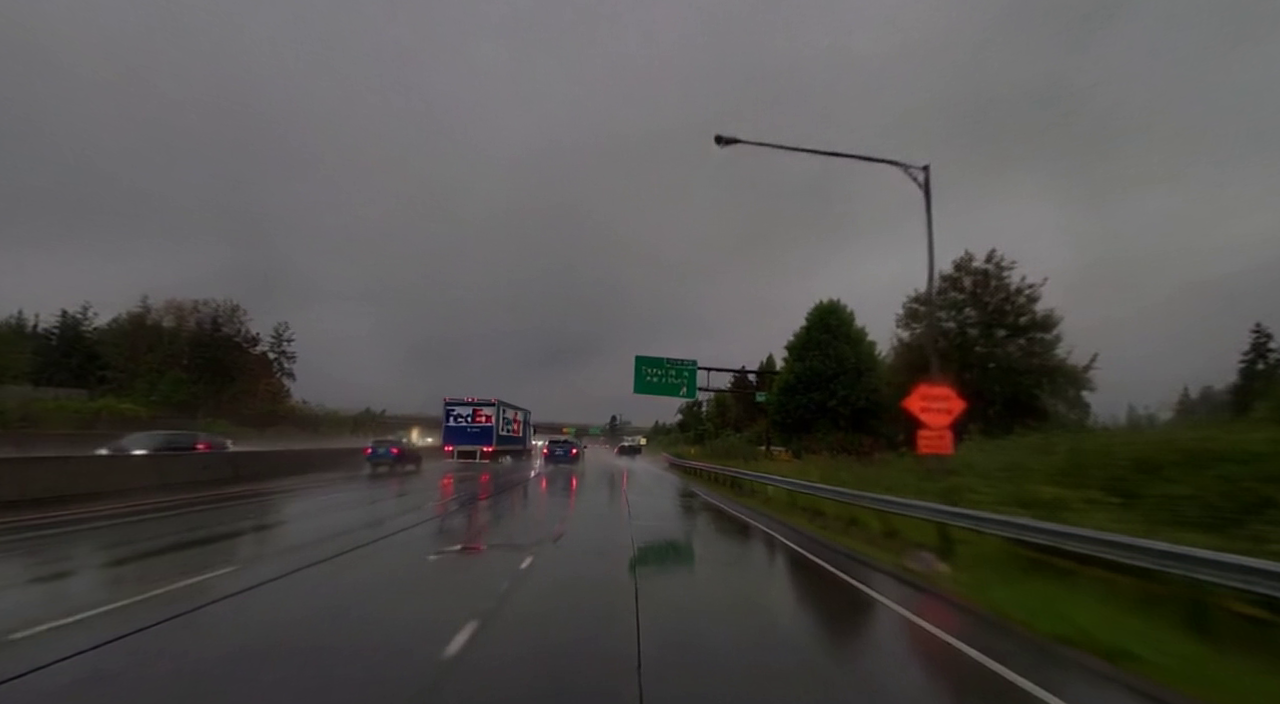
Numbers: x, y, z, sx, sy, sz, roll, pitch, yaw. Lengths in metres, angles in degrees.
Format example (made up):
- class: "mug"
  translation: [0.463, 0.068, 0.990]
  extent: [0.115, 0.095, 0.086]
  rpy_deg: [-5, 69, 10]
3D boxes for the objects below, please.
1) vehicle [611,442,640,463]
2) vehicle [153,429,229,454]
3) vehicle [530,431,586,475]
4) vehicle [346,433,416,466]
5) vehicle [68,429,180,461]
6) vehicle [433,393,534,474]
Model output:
- class: "vehicle"
  translation: [-1.122, 7.513, 47.182]
  extent: [2.043, 1.489, 3.839]
  rpy_deg: [0, -9, -3]
- class: "vehicle"
  translation: [-30.893, 6.213, 43.689]
  extent: [1.914, 1.670, 4.733]
  rpy_deg: [0, -9, -3]
- class: "vehicle"
  translation: [-3.728, 4.696, 29.537]
  extent: [2.170, 1.886, 4.628]
  rpy_deg: [0, -9, -2]
- class: "vehicle"
  translation: [-13.920, 5.264, 34.252]
  extent: [2.018, 1.668, 4.409]
  rpy_deg: [0, -9, -2]
- class: "vehicle"
  translation: [-26.714, 4.865, 32.972]
  extent: [1.992, 1.536, 4.707]
  rpy_deg: [0, -9, -2]
- class: "vehicle"
  translation: [-7.051, 3.931, 29.924]
  extent: [2.870, 3.266, 8.589]
  rpy_deg: [0, -9, -2]
